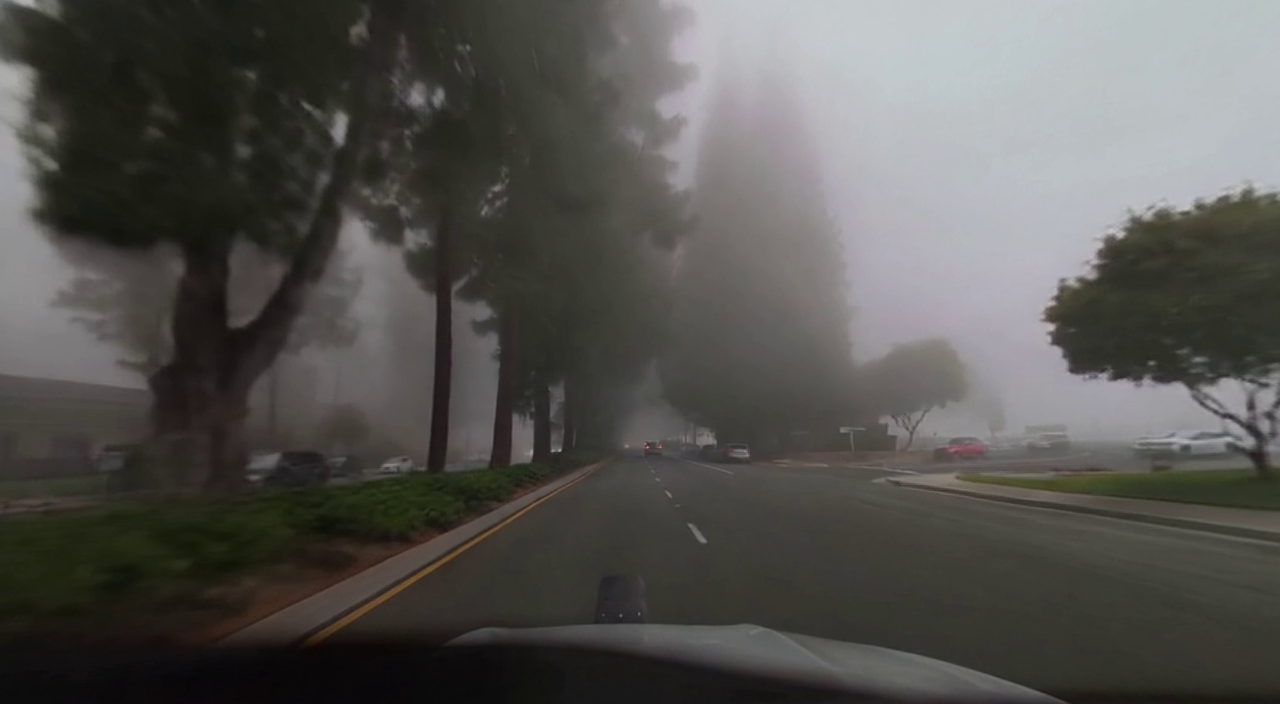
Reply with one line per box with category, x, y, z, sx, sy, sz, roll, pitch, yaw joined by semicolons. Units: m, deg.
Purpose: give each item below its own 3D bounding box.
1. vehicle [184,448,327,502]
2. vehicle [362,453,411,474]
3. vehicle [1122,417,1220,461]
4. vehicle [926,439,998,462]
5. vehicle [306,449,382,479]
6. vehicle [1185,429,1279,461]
vehicle;-13.453;4.279;22.537;1.990;1.686;4.611;-1;-9;3
vehicle;-19.787;8.695;49.501;1.795;1.452;4.718;0;-9;1
vehicle;32.159;5.309;38.349;3.804;2.526;2.489;1;-9;-11
vehicle;23.677;7.219;46.448;4.518;1.599;1.850;2;-9;-13
vehicle;-20.074;7.581;43.236;2.208;1.882;5.826;-1;-9;2
vehicle;36.899;5.740;39.177;4.752;1.730;1.932;-1;-9;-11
